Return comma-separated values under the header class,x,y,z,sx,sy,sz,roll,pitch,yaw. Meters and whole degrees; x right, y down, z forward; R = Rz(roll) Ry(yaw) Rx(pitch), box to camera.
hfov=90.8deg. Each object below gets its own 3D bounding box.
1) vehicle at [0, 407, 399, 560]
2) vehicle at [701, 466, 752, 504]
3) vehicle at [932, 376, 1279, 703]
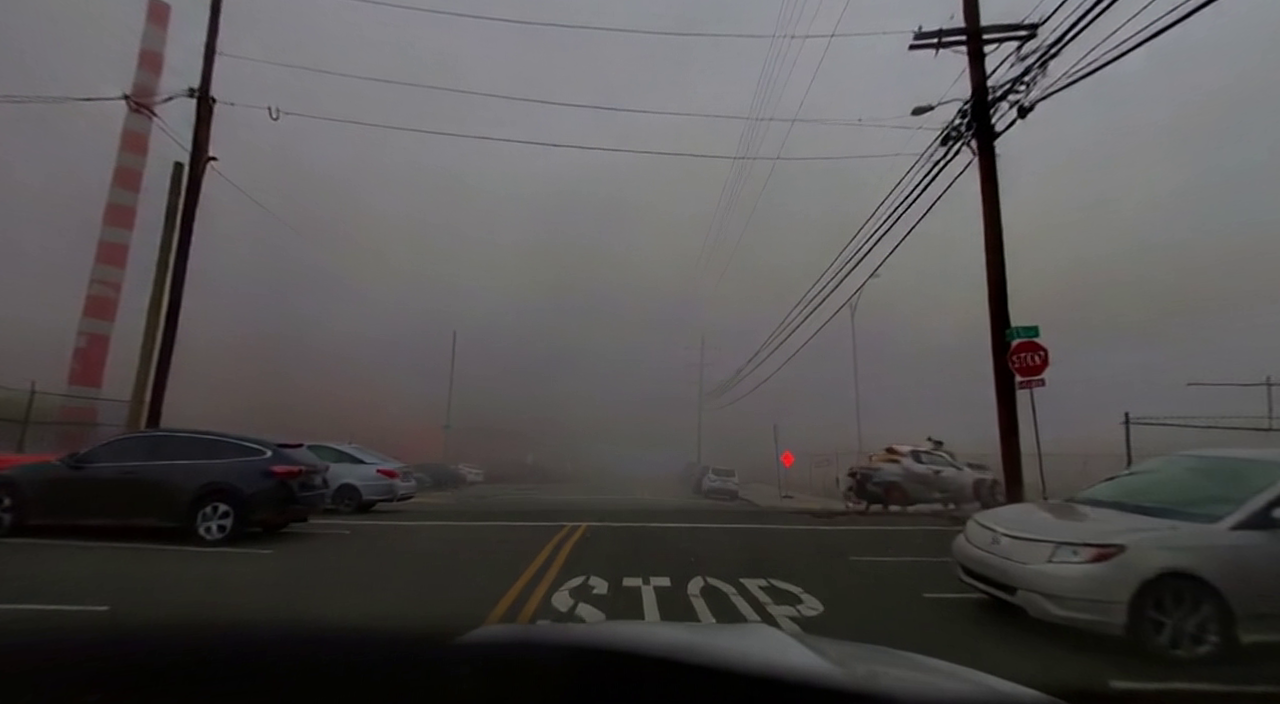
class,x,y,z,sx,sy,sz,roll,pitch,yaw
vehicle,-6.457,1.803,9.108,5.025,1.648,2.055,4,-8,-1
vehicle,4.695,7.277,34.879,2.007,1.804,4.136,0,-8,-2
vehicle,4.524,1.216,3.926,4.554,1.473,1.876,5,-11,-3
